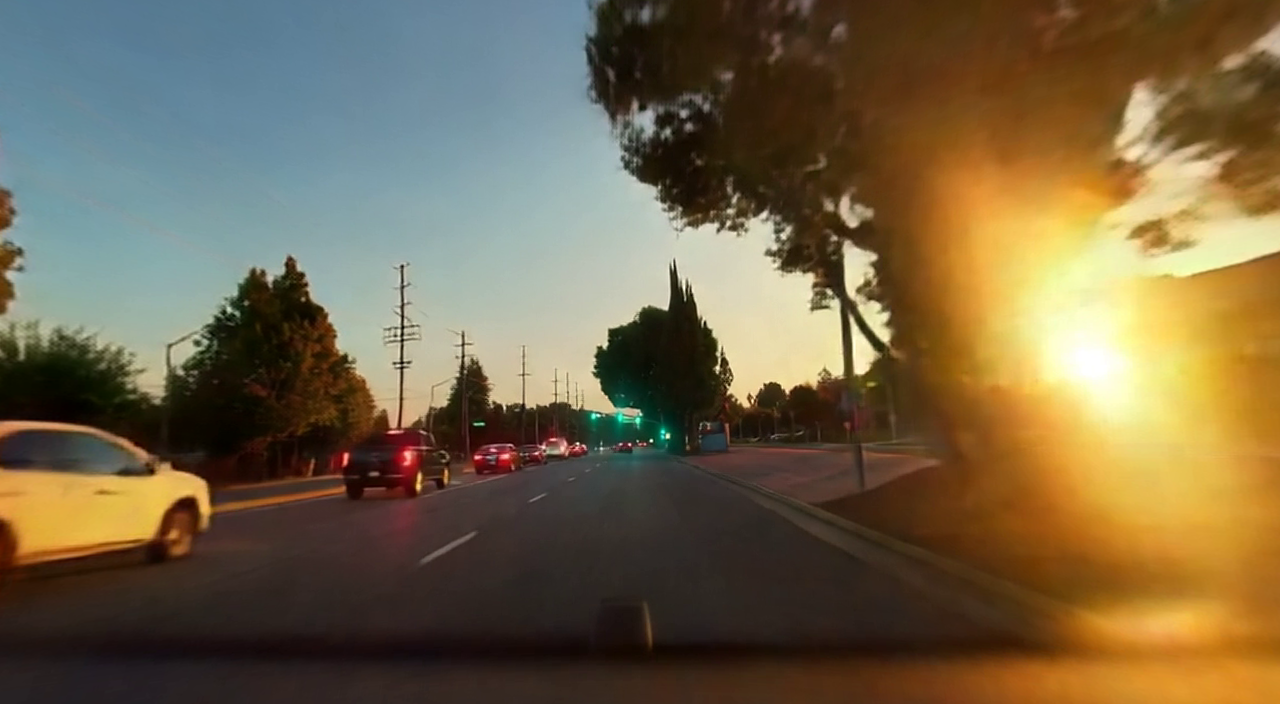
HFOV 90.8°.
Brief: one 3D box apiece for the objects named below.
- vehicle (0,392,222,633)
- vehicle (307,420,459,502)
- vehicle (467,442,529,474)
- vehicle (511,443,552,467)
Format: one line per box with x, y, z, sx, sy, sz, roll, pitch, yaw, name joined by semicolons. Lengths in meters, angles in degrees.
-5.625;1.220;4.997;2.041;1.698;4.094;1;-9;-5;vehicle
-6.649;2.887;17.110;2.337;1.862;4.924;1;-9;-4;vehicle
-7.245;5.473;32.865;2.030;1.482;4.818;0;-9;1;vehicle
-7.187;6.845;42.193;2.008;1.456;4.409;0;-9;0;vehicle
